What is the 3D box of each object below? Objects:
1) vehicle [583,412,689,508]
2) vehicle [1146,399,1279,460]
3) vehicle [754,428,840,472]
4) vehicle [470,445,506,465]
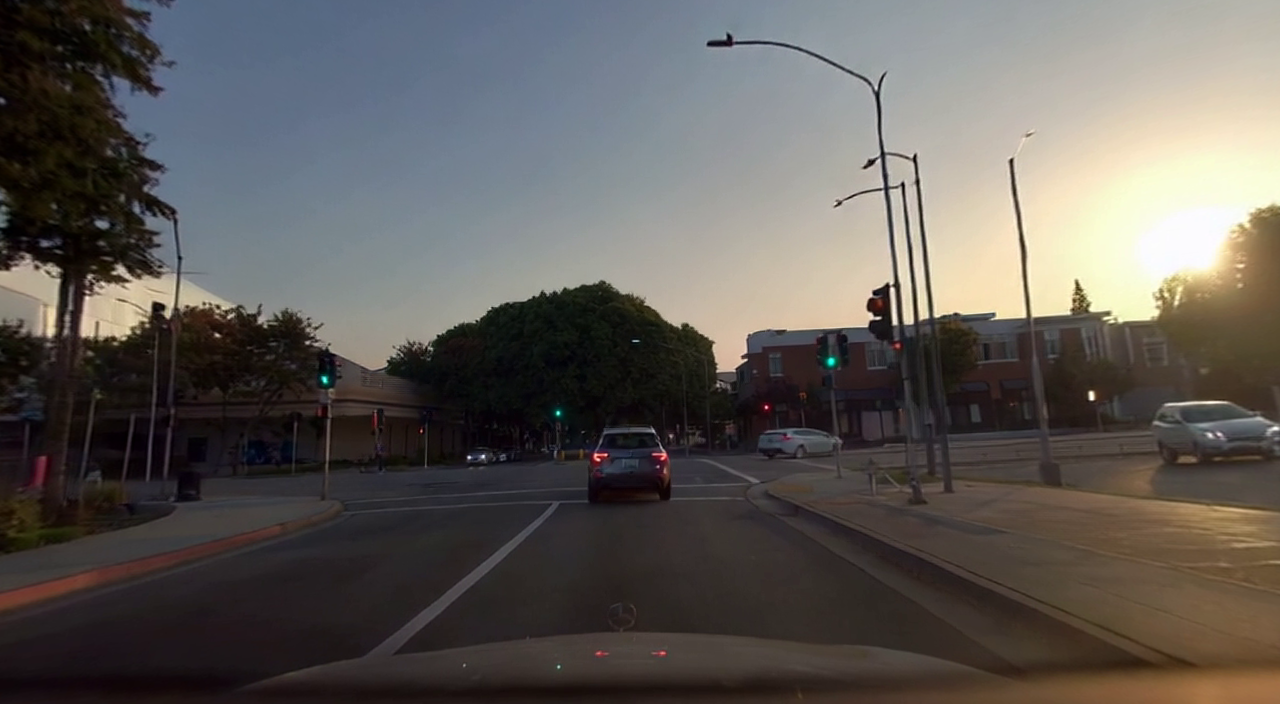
[{"bbox_3d":[-0.152,2.463,14.743,2.142,1.904,3.816,0,-8,-2],"label":"vehicle"},{"bbox_3d":[15.965,2.037,16.432,3.750,1.502,1.781,-2,-8,14],"label":"vehicle"},{"bbox_3d":[6.243,3.824,24.858,3.403,1.602,1.716,7,-11,-44],"label":"vehicle"},{"bbox_3d":[-11.761,7.987,48.982,1.989,1.403,4.331,0,-8,-3],"label":"vehicle"}]
